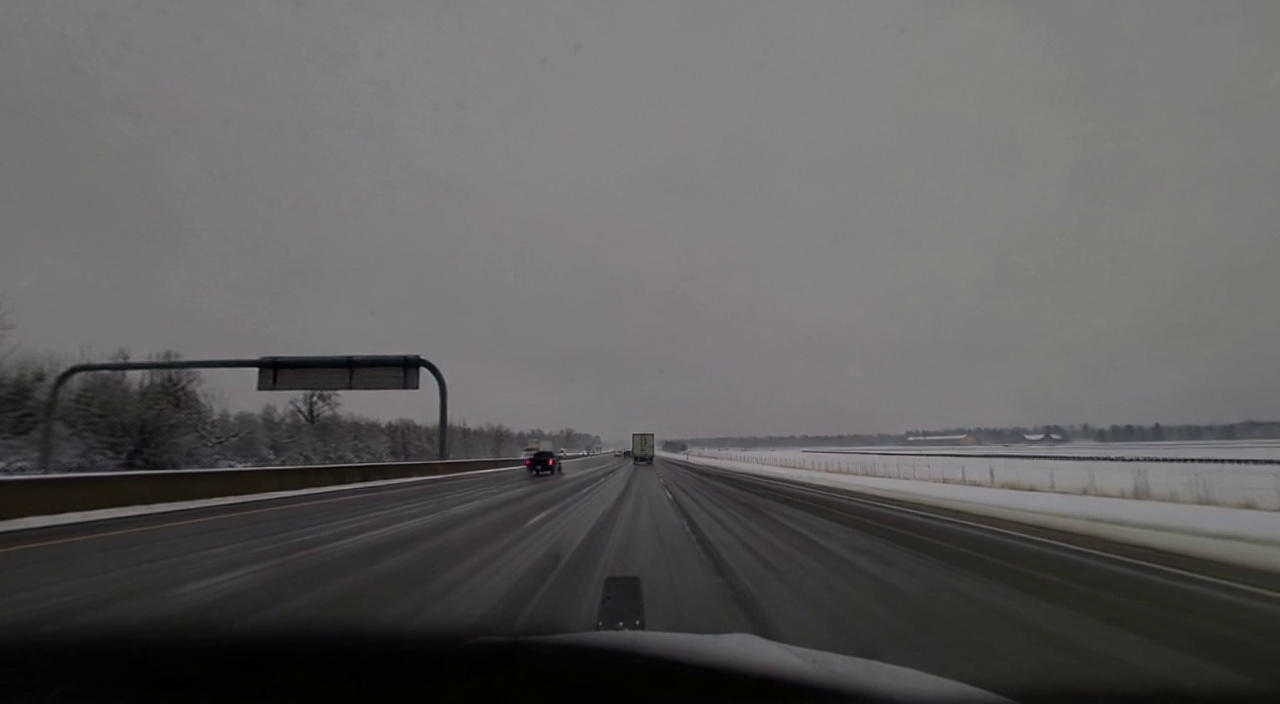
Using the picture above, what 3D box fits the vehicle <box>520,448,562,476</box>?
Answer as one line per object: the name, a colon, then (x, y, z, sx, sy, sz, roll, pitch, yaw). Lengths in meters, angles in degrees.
vehicle: (-6.719, 7.542, 43.431, 2.052, 1.817, 4.744, 0, -9, 1)
